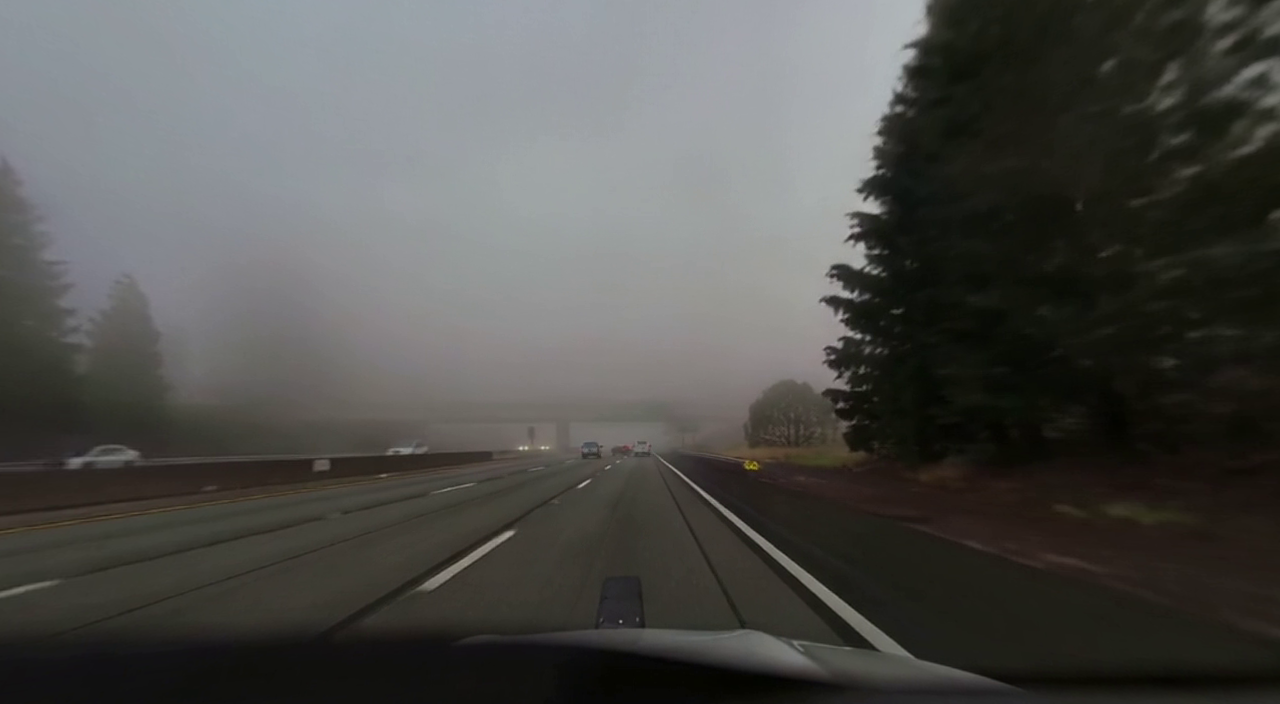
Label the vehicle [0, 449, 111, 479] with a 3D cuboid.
[{"bbox_3d":[-32.320,6.173,35.026,1.844,1.517,4.513,0,-9,0],"label":"vehicle"}]
